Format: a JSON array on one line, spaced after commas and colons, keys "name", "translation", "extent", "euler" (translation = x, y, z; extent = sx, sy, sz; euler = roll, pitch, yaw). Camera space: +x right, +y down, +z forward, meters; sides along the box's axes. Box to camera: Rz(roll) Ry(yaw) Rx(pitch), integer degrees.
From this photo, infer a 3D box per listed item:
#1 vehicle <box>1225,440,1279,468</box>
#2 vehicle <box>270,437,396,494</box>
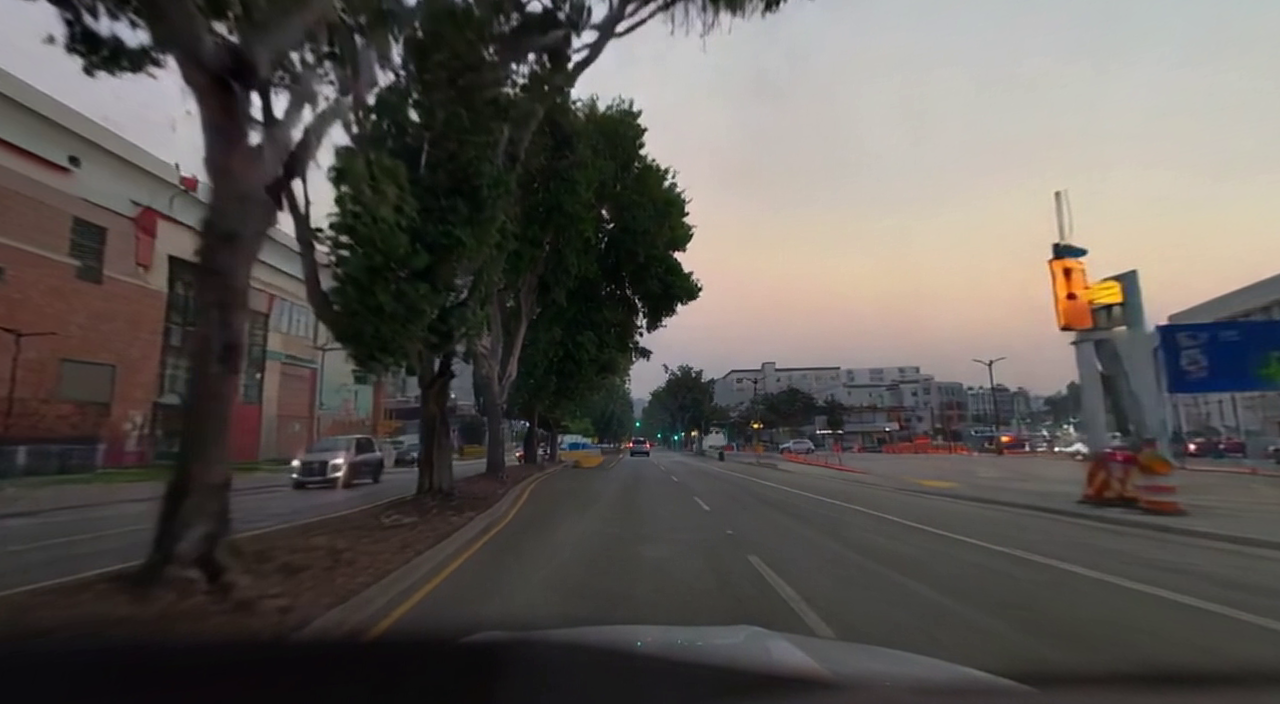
[{"name": "vehicle", "translation": [38.412, 6.264, 38.945], "extent": [1.825, 1.627, 4.293], "euler": [-3, -9, 20]}, {"name": "vehicle", "translation": [-10.968, 4.077, 23.099], "extent": [2.112, 1.809, 4.921], "euler": [0, -9, 0]}]
